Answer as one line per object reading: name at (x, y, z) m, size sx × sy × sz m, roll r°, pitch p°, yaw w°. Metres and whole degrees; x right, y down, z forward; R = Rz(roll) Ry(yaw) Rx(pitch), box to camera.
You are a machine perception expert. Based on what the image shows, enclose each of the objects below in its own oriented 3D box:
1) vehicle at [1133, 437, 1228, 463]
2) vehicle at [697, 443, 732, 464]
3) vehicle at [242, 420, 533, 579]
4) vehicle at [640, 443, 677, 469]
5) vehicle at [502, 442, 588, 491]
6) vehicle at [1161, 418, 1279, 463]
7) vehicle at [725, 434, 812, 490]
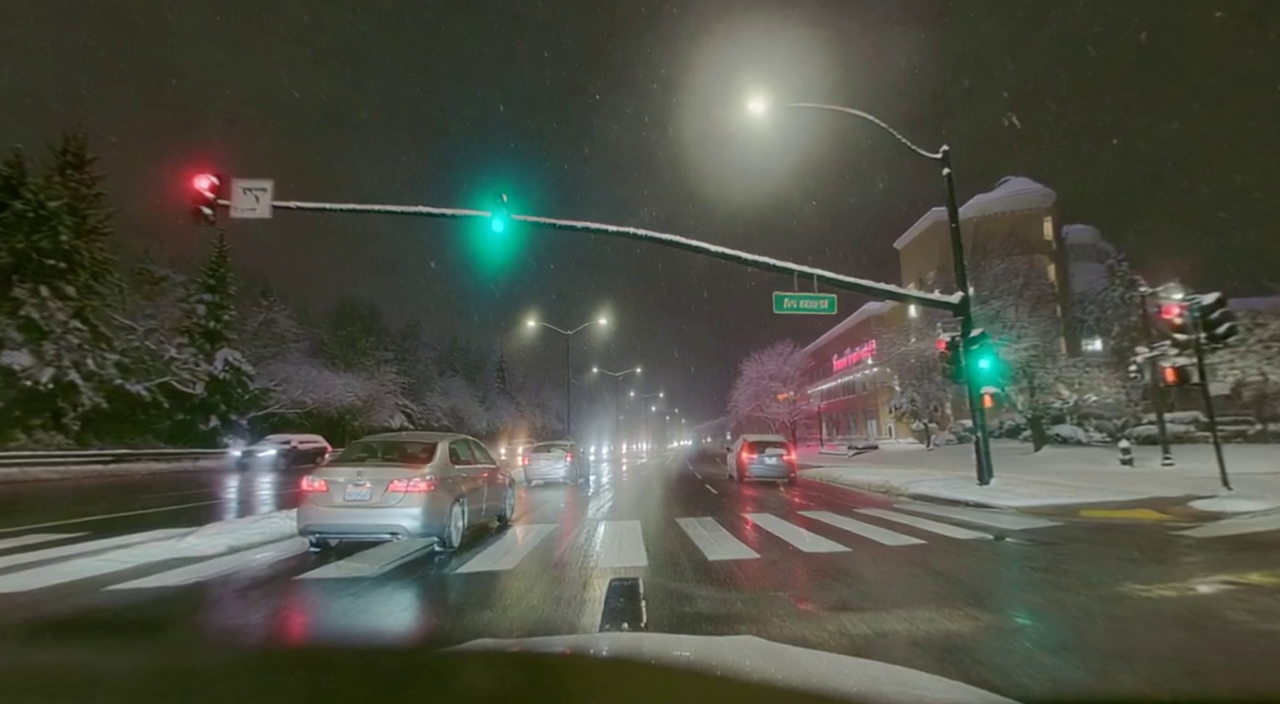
vehicle at (32.465, 5.867, 38.057) m, size 1.842 × 1.448 × 4.443 m, roll -1°, pitch -8°, yaw 1°
vehicle at (5.720, 7.851, 48.849) m, size 2.243 × 1.557 × 4.359 m, roll 0°, pitch -8°, yaw 1°
vehicle at (-2.908, 1.801, 8.580) m, size 2.118 × 1.568 × 4.436 m, roll 0°, pitch -8°, yaw 0°
vehicle at (1.193, 6.358, 38.841) m, size 2.164 × 1.477 × 3.988 m, roll -1°, pitch -8°, yaw 3°
vehicle at (-3.074, 3.788, 21.308) m, size 1.980 × 1.454 × 4.226 m, roll -1°, pitch -8°, yaw 4°
vehicle at (35.109, 5.343, 37.969) m, size 2.335 × 2.458 × 5.717 m, roll 0°, pitch -8°, yaw -2°
vehicle at (4.197, 3.657, 21.302) m, size 2.103 × 1.699 × 4.171 m, roll 0°, pitch -8°, yaw 1°
